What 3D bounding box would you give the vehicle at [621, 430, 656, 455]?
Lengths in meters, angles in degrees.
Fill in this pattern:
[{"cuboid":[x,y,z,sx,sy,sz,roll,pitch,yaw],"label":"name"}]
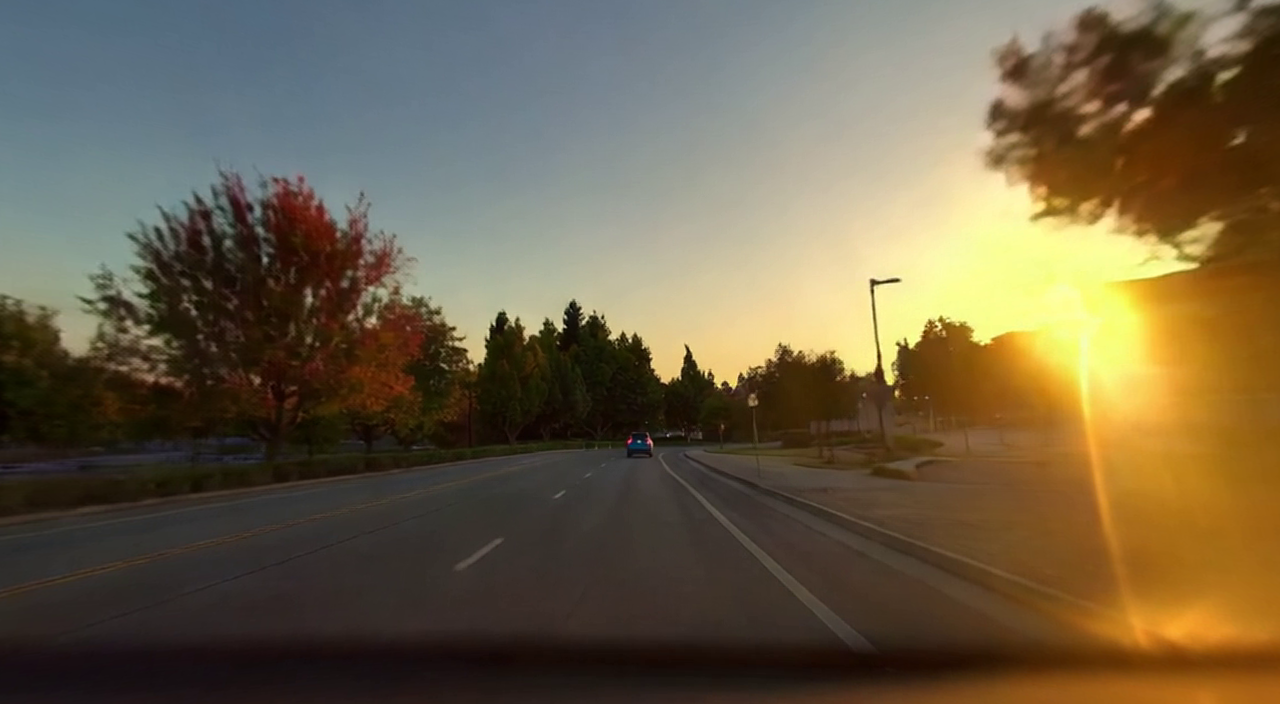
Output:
[{"cuboid":[-0.058,6.901,48.194,2.370,1.781,4.440,0,-8,3],"label":"vehicle"}]
